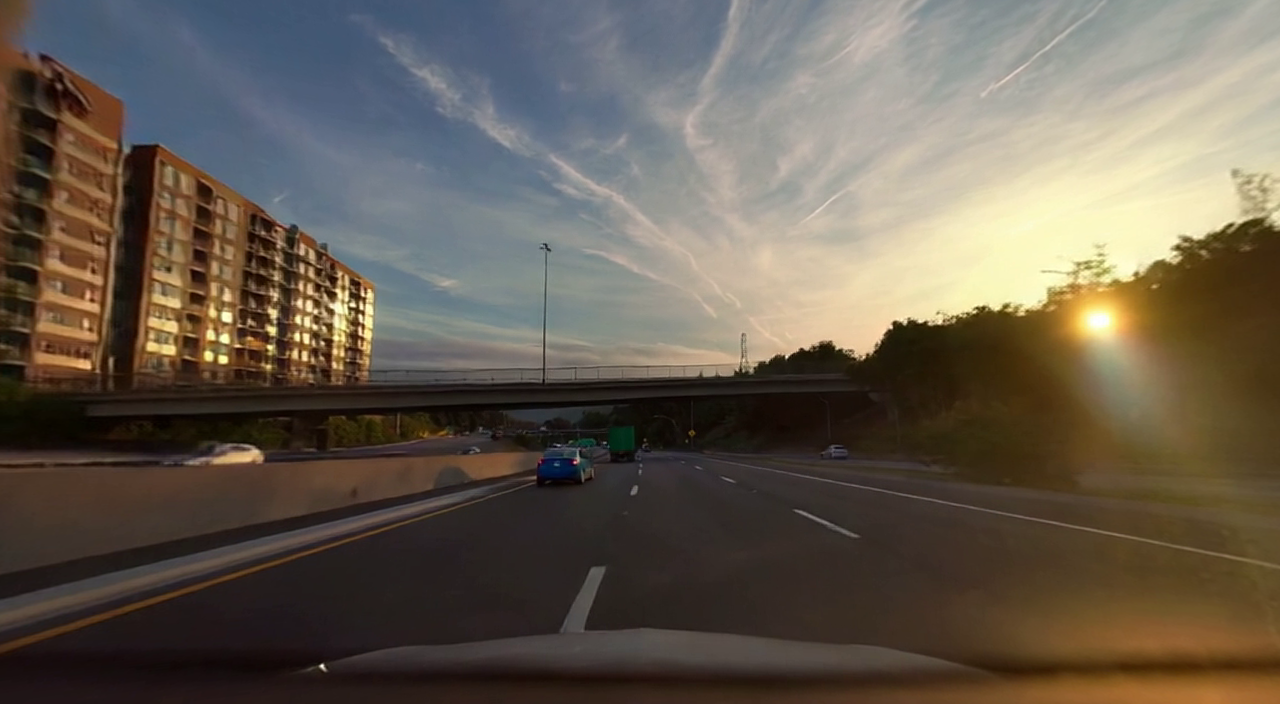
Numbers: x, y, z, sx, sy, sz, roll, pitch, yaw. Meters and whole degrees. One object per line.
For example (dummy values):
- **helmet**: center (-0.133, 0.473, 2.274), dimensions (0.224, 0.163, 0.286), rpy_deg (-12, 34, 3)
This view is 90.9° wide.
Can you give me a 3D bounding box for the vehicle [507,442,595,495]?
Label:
- **vehicle**: center (-2.675, 3.640, 20.107), dimensions (2.039, 1.478, 4.483), rpy_deg (0, -9, 2)
